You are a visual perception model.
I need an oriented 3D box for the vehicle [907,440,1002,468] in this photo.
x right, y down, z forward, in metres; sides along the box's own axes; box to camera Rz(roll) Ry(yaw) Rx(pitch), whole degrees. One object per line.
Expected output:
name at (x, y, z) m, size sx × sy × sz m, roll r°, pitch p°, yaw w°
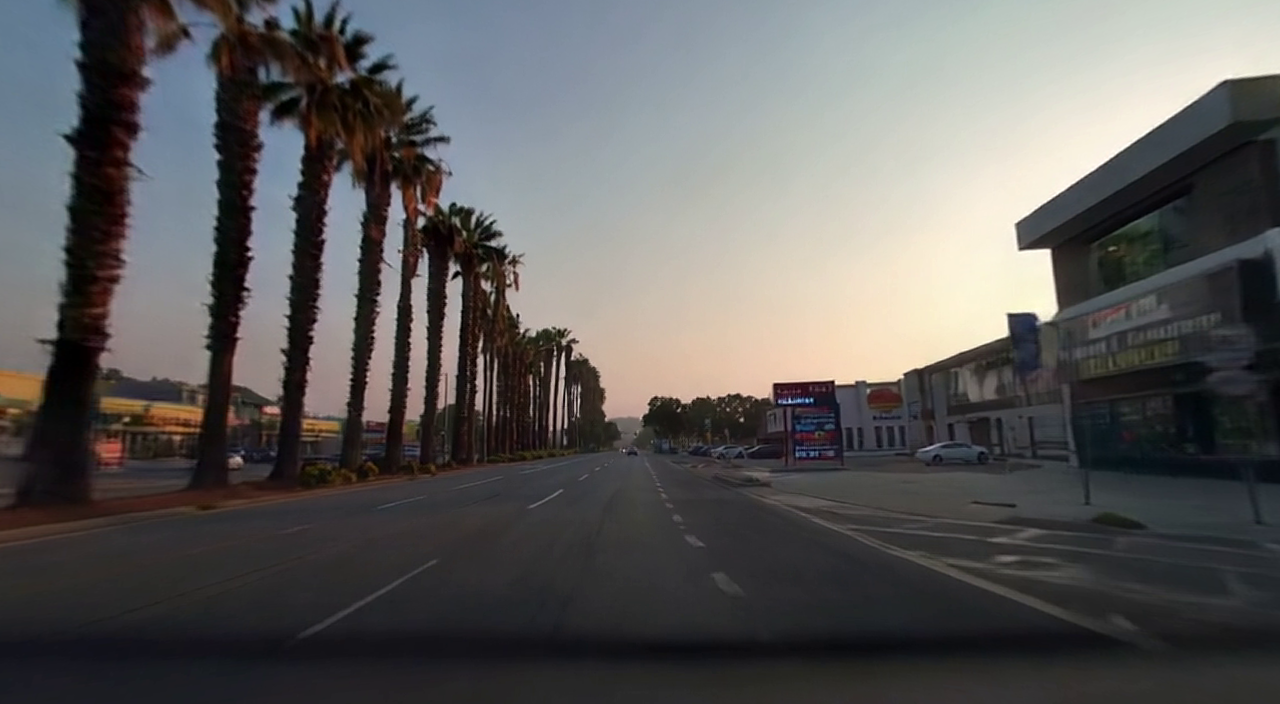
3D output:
vehicle at (19.064, 6.196, 38.447) m, size 4.552 × 1.649 × 2.187 m, roll 0°, pitch -9°, yaw -4°

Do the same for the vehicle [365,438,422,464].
vehicle at (-16.850, 6.825, 43.467) m, size 2.013 × 1.658 × 4.697 m, roll 0°, pitch -9°, yaw -1°
